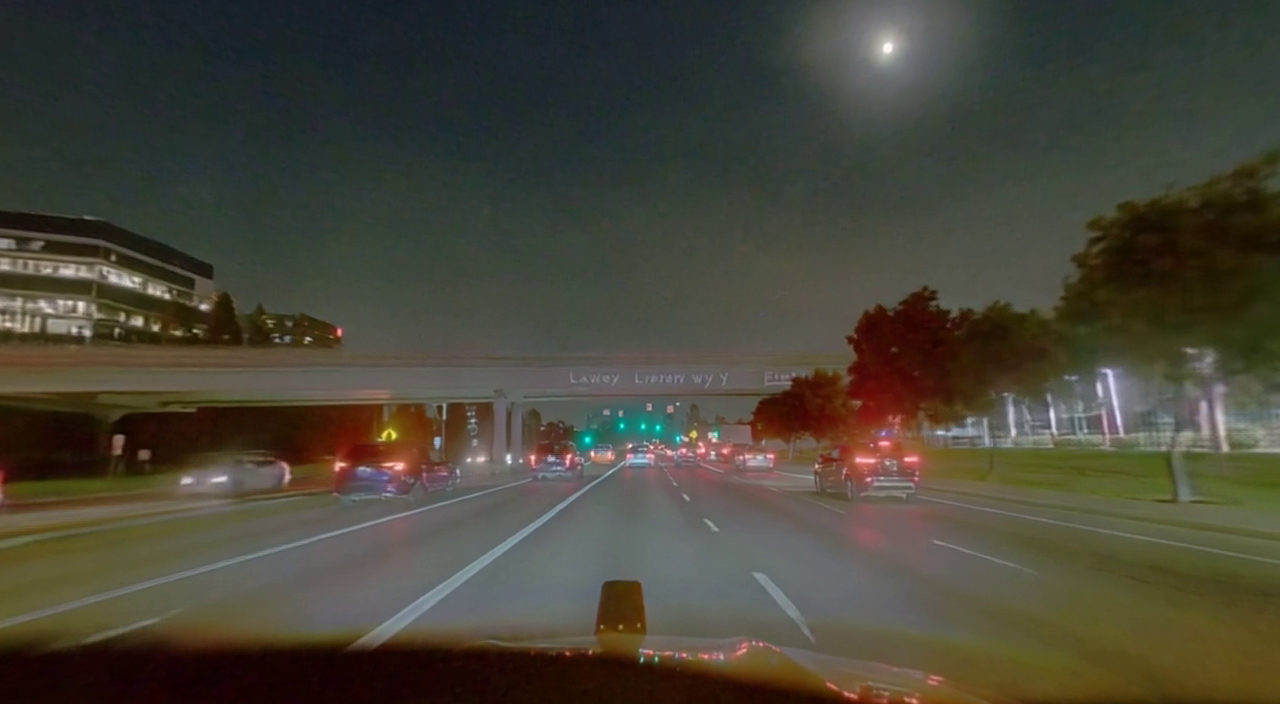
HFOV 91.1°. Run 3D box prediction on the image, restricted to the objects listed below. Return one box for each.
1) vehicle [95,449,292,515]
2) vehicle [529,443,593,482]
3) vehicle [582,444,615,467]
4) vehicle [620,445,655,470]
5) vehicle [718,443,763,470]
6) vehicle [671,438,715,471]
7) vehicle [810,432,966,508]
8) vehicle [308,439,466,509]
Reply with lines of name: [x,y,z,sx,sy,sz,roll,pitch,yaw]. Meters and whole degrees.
vehicle: [-11.743,3.401,17.020,1.898,1.475,4.629,0,-8,1]
vehicle: [-3.180,4.539,26.038,2.041,1.466,4.212,0,-8,1]
vehicle: [-2.822,7.131,43.310,1.980,1.491,4.351,0,-8,0]
vehicle: [-0.143,6.420,38.472,2.026,1.453,3.780,0,-8,0]
vehicle: [6.057,6.372,38.422,1.924,1.527,4.268,0,-8,-2]
vehicle: [3.013,5.924,36.554,2.034,1.762,4.420,0,-8,-1]
vehicle: [6.005,2.895,15.927,2.056,1.624,4.498,0,-8,0]
vehicle: [-6.086,2.960,15.798,2.070,1.488,4.376,0,-8,1]
